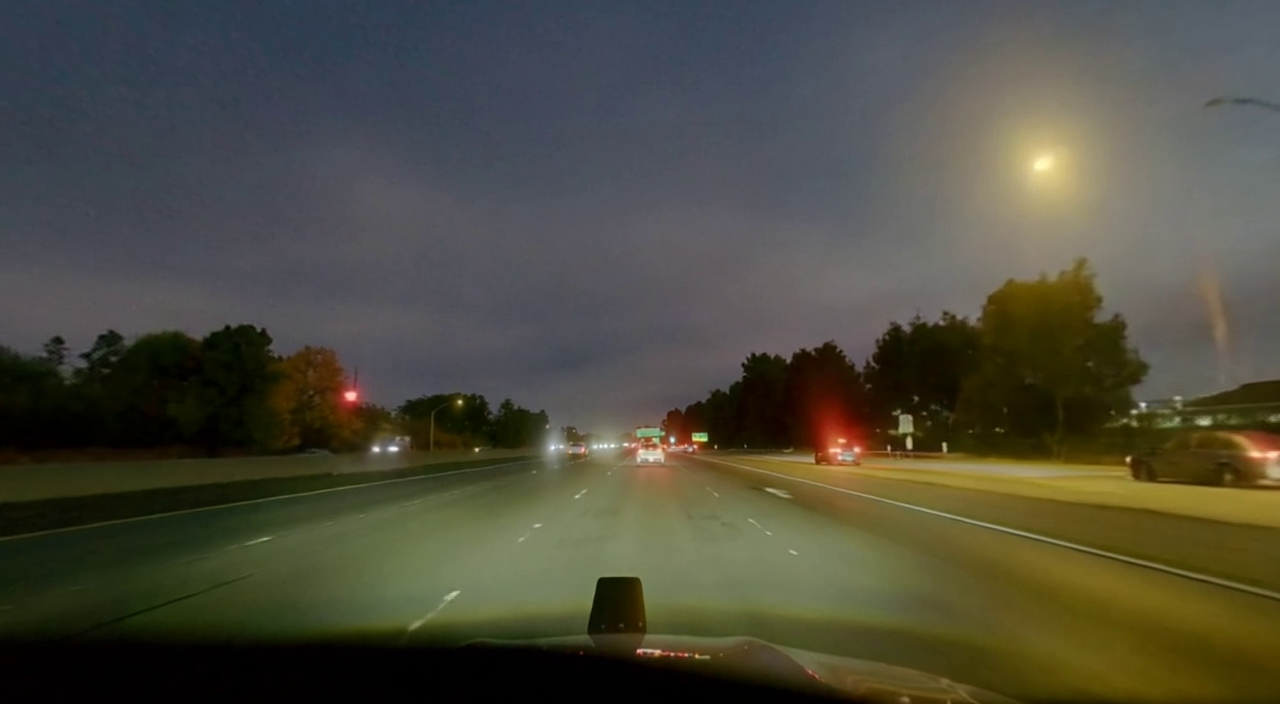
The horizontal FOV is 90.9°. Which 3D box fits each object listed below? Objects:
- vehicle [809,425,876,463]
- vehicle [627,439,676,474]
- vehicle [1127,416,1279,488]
[{"bbox_3d":[13.793,6.353,43.485,2.336,2.415,6.056,0,-8,-3],"label":"vehicle"},{"bbox_3d":[0.486,4.829,29.354,2.112,1.482,4.082,0,-8,0],"label":"vehicle"},{"bbox_3d":[18.568,3.044,19.452,2.304,1.951,5.719,0,-8,-3],"label":"vehicle"}]
